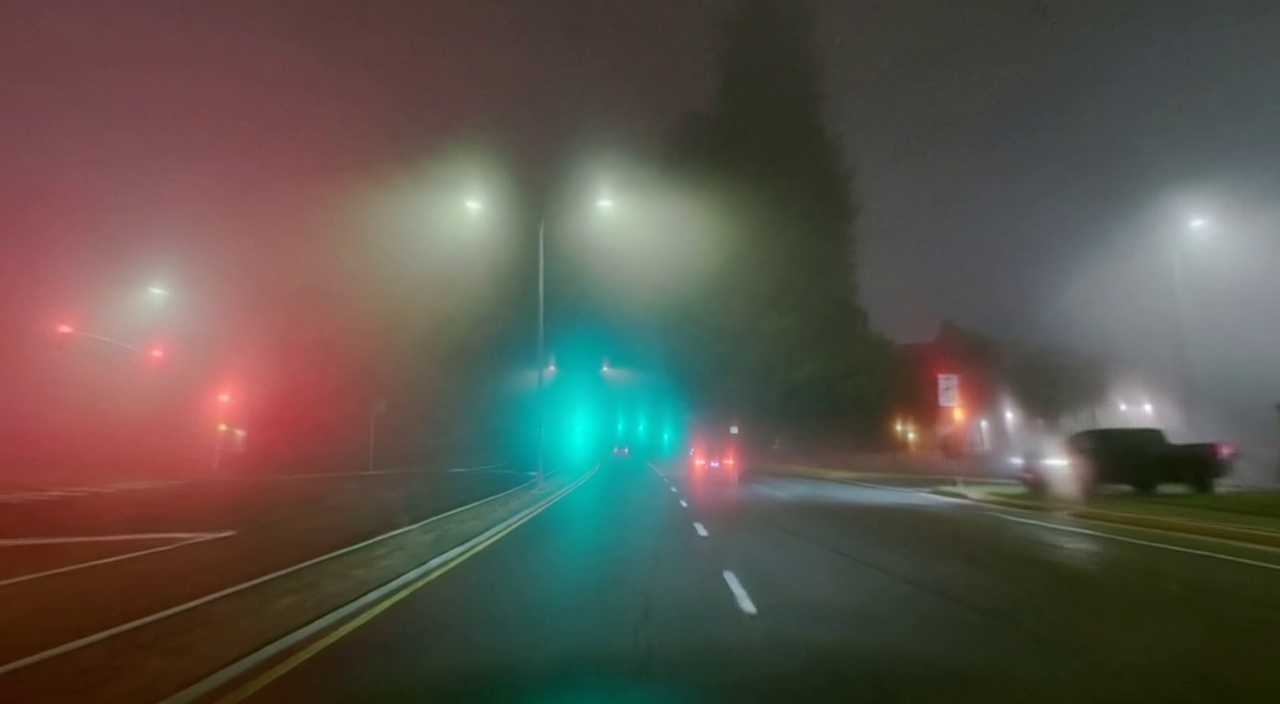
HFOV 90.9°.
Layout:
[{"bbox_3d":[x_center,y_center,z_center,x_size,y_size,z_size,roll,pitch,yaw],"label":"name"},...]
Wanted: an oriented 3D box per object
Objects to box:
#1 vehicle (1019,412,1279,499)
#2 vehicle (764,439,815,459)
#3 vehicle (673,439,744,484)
[{"bbox_3d":[11.402,2.328,14.297,4.202,1.794,2.063,0,-9,0],"label":"vehicle"},{"bbox_3d":[11.796,7.682,49.865,3.635,1.482,1.879,-1,-9,4],"label":"vehicle"},{"bbox_3d":[2.410,3.989,23.230,1.960,1.479,4.086,0,-9,-2],"label":"vehicle"}]
